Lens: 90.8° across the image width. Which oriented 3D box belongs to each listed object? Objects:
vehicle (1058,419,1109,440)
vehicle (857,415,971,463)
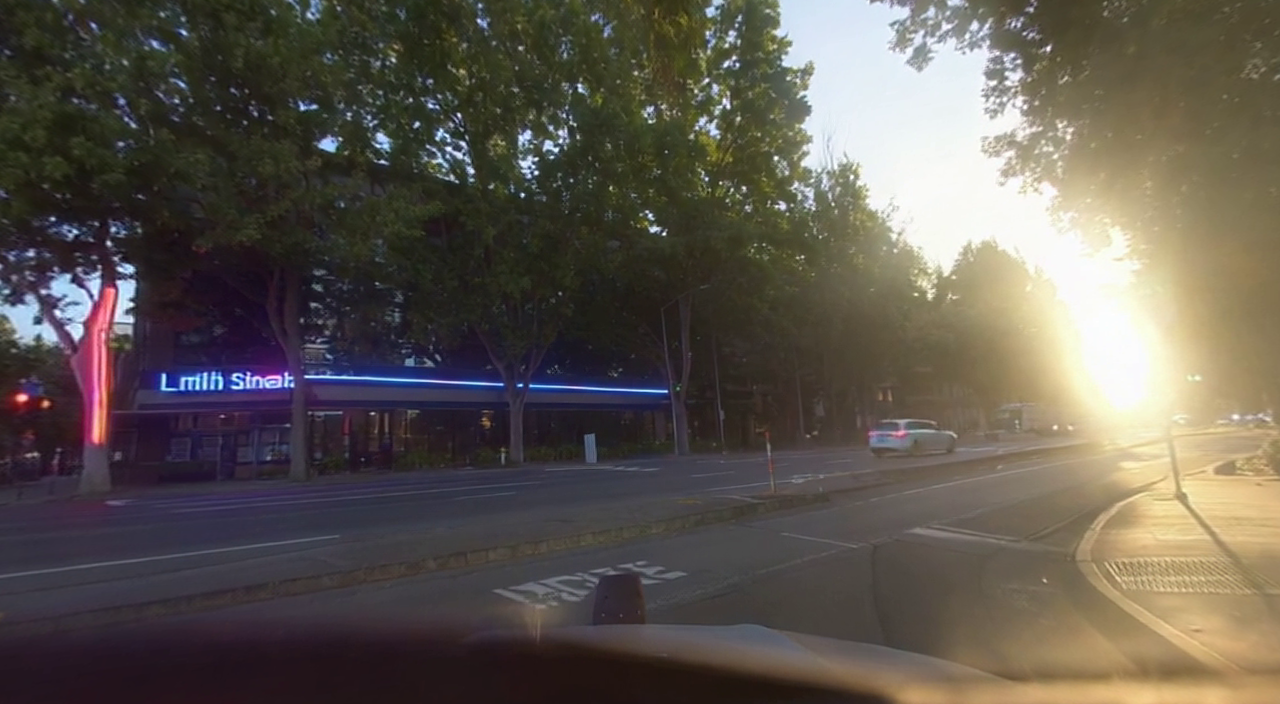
[{"bbox_3d":[33.152,5.817,47.198,4.442,1.458,1.902,7,-11,-40],"label":"vehicle"},{"bbox_3d":[9.774,3.095,22.415,4.182,1.536,1.885,7,-11,-39],"label":"vehicle"}]
